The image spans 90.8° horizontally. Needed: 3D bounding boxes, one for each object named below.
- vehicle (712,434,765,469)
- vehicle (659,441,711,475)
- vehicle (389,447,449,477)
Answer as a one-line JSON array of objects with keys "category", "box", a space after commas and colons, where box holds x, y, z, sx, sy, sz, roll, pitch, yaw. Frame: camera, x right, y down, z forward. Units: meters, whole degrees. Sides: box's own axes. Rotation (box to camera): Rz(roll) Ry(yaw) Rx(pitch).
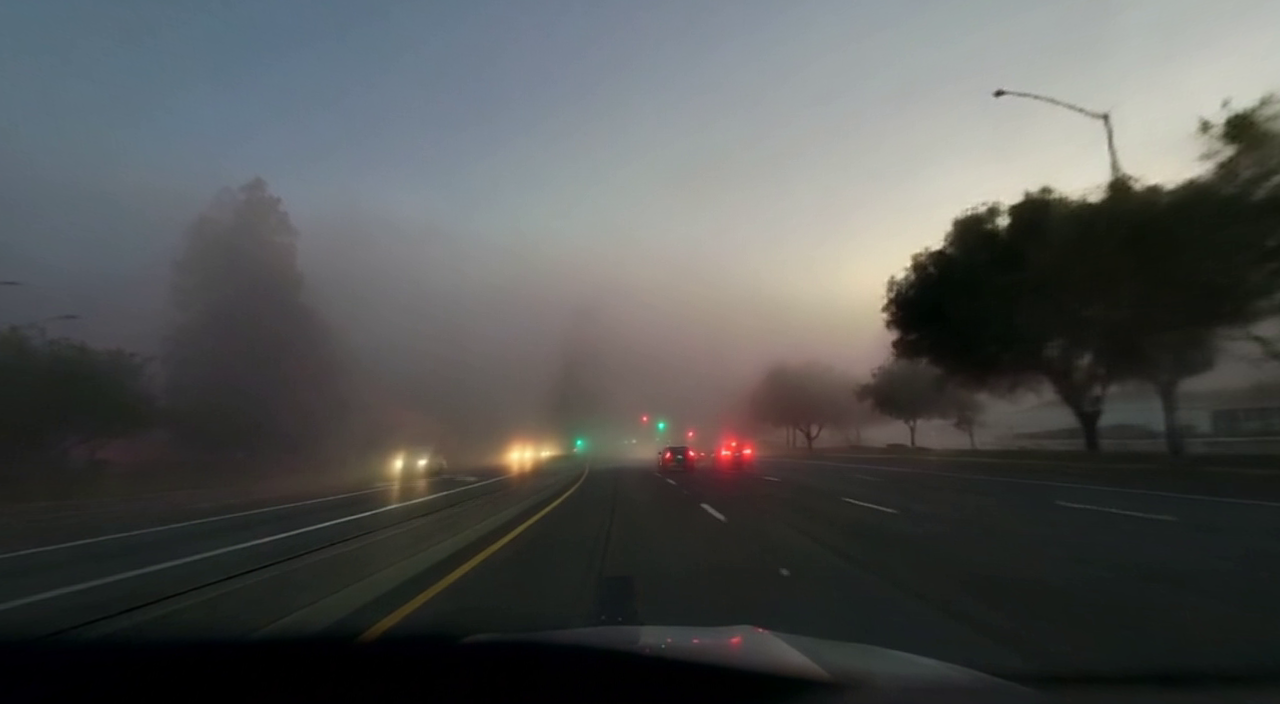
[{"category": "vehicle", "box": [5.357, 5.481, 34.917, 1.946, 1.773, 4.641, 0, -9, -3]}, {"category": "vehicle", "box": [2.128, 5.177, 31.015, 1.917, 1.538, 4.259, 0, -9, -4]}, {"category": "vehicle", "box": [-13.132, 6.512, 37.780, 1.891, 1.633, 4.737, 0, -9, 0]}]
